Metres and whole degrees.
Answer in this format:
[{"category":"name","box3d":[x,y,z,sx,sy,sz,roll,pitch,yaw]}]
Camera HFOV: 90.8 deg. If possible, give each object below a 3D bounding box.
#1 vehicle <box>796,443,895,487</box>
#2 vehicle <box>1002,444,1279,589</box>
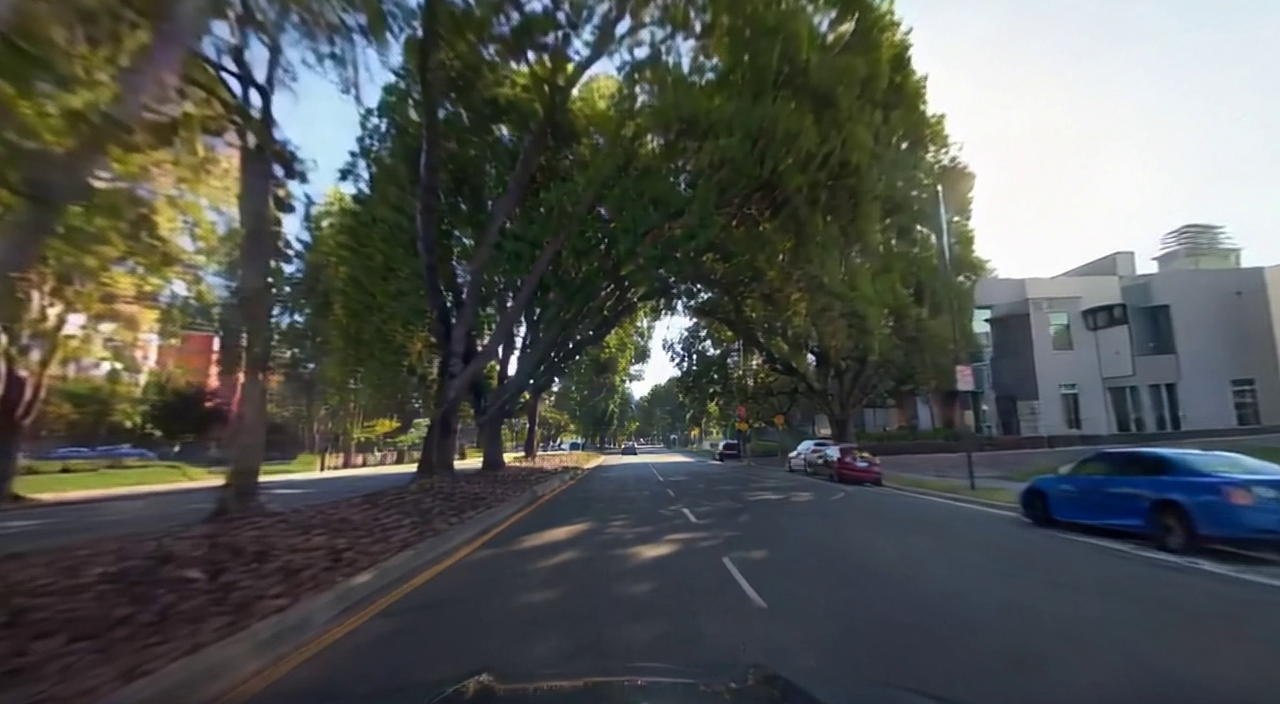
[{"category":"vehicle","box3d":[7.378,4.084,23.254,2.024,1.447,4.665,0,-8,0]},{"category":"vehicle","box3d":[7.431,2.016,8.777,1.991,1.446,4.685,0,-8,-1]}]
